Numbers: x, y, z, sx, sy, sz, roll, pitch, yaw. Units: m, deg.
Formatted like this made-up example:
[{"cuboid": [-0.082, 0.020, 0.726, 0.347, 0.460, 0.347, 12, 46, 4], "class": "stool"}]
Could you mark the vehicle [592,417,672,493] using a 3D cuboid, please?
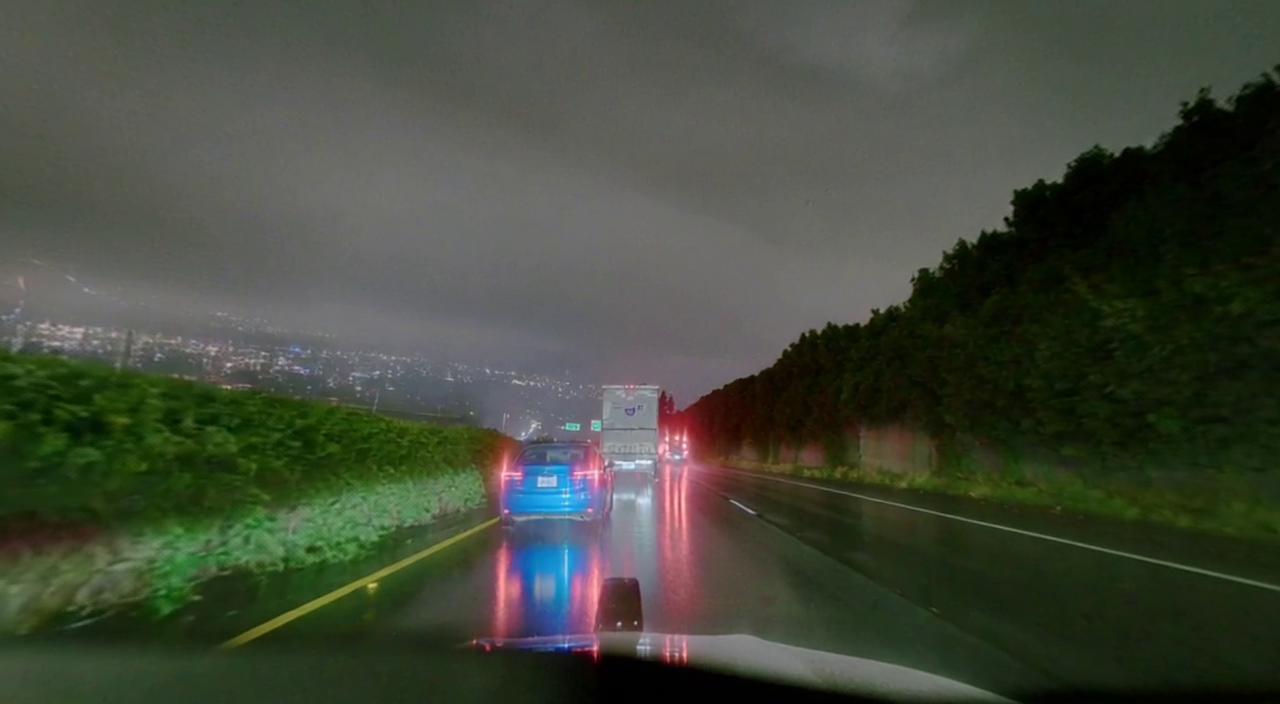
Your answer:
[{"cuboid": [-0.250, 3.482, 21.391, 2.389, 2.257, 4.545, 0, -9, 0], "class": "vehicle"}]

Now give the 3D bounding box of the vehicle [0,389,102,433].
[{"cuboid": [-24.526, 2.459, 25.469, 1.877, 1.545, 4.125, 0, -9, -3], "class": "vehicle"}]

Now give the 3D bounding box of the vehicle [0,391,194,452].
[{"cuboid": [-24.620, 3.276, 28.069, 2.936, 2.251, 9.653, 0, -9, -4], "class": "vehicle"}]

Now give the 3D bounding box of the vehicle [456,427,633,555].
[{"cuboid": [-1.227, 2.050, 9.845, 2.038, 1.582, 3.729, -1, -9, 2], "class": "vehicle"}]
